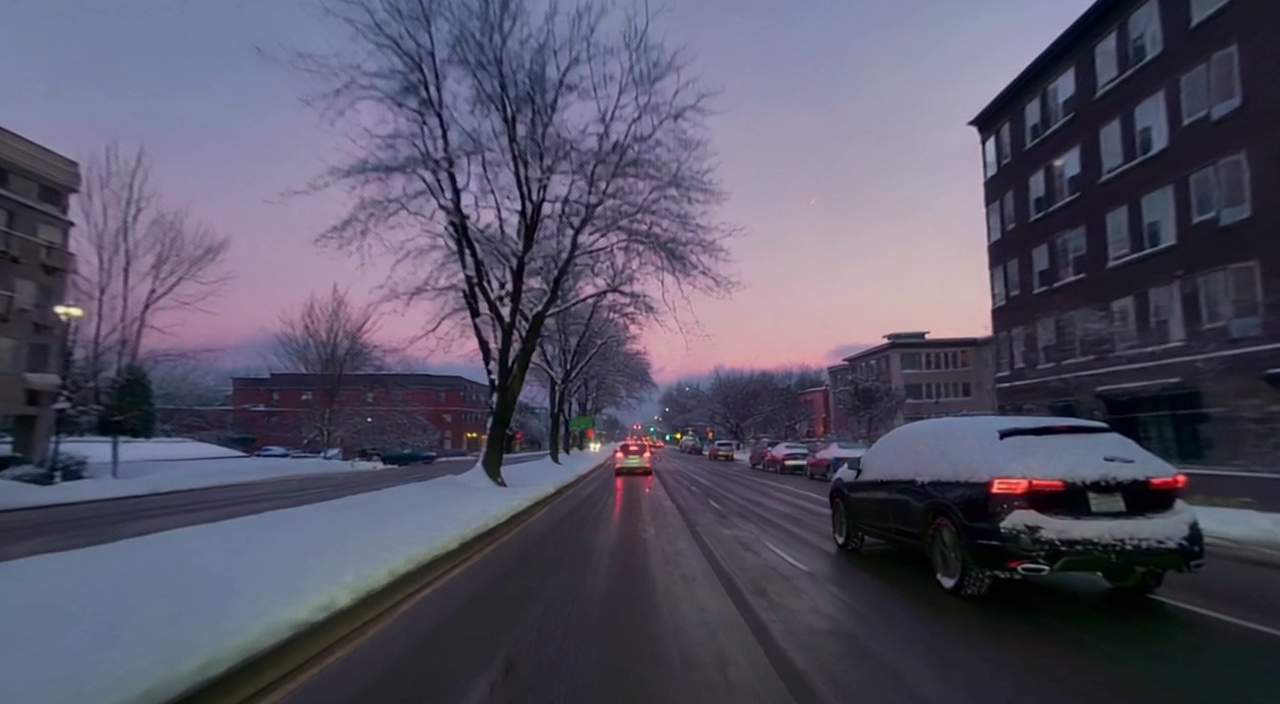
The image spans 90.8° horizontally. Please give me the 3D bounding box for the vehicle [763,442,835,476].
[{"bbox_3d":[7.417,5.018,30.017,2.014,1.465,4.769,0,-8,-2],"label":"vehicle"}]

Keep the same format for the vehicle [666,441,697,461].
[{"bbox_3d":[3.073,7.409,47.427,1.910,1.474,4.003,0,-8,-2],"label":"vehicle"}]

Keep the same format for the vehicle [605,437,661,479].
[{"bbox_3d":[-0.252,4.040,24.278,2.006,1.487,3.535,0,-8,0],"label":"vehicle"}]

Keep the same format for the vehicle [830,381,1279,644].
[{"bbox_3d":[3.547,1.351,6.275,1.949,1.723,4.020,0,-8,-1],"label":"vehicle"}]
